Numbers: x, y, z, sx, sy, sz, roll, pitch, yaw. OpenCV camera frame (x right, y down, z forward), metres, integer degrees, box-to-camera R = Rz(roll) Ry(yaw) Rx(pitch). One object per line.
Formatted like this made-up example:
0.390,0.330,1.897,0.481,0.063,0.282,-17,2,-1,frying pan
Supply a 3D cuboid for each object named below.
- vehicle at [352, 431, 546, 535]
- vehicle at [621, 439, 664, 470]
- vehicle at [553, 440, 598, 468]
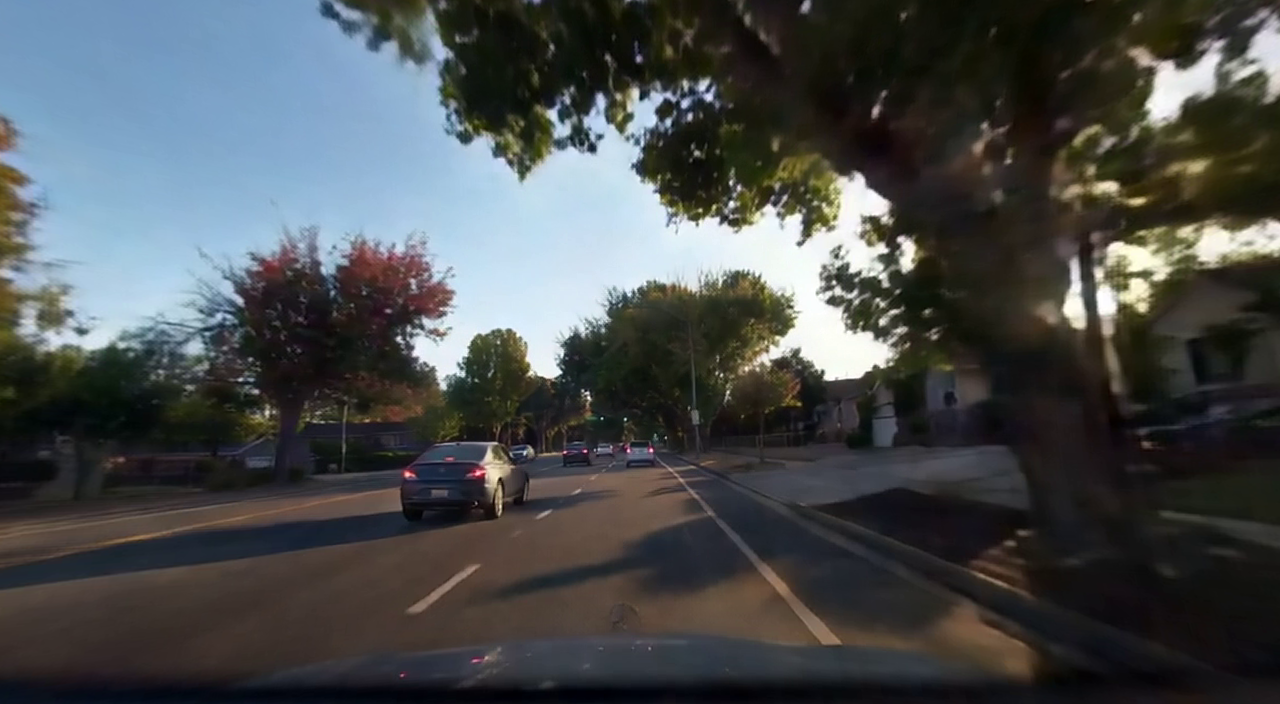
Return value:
-3.064,2.206,11.249,2.030,1.467,4.403,0,-8,1,vehicle
0.123,5.214,32.146,2.065,1.456,4.099,0,-8,0,vehicle
-3.560,5.698,35.353,2.114,1.500,3.912,0,-8,0,vehicle
